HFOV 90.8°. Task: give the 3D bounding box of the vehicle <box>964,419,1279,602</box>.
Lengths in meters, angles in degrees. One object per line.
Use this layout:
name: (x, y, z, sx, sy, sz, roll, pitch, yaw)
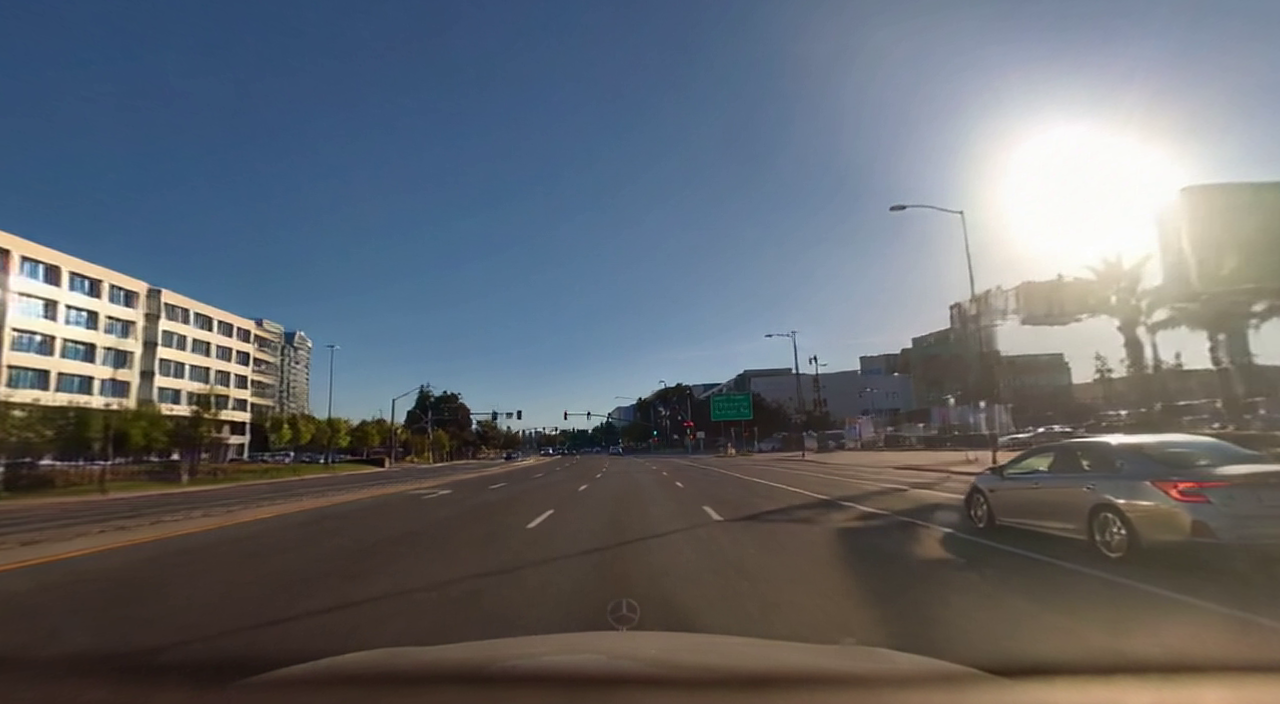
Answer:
vehicle: (6.137, 1.639, 7.550, 2.070, 1.491, 4.575, 0, -8, 0)
